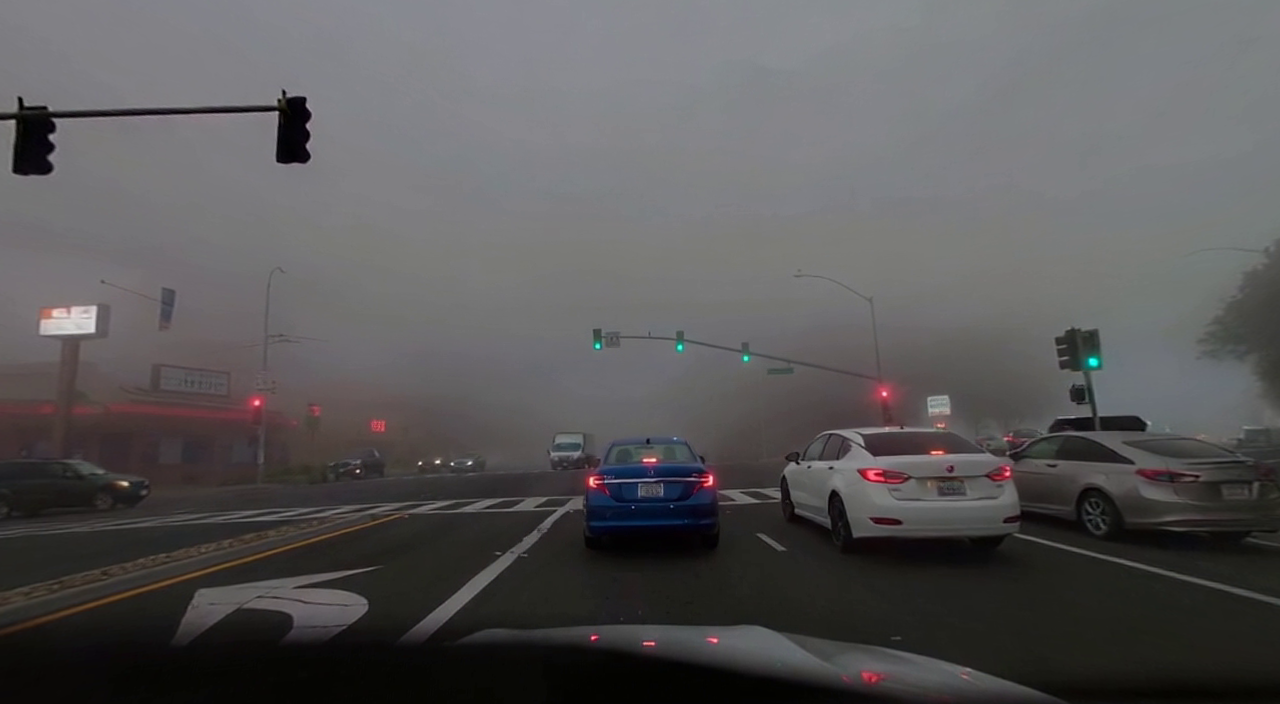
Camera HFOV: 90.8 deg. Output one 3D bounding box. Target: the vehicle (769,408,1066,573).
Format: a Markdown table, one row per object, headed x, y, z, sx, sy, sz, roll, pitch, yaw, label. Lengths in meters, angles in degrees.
| x | y | z | sx | sy | sz | roll | pitch | yaw | label |
| --- | --- | --- | --- | --- | --- | --- | --- | --- | --- |
| 3.272 | 1.745 | 8.769 | 1.973 | 1.633 | 4.717 | 0 | -9 | 0 | vehicle |

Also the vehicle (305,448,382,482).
| x | y | z | sx | sy | sz | roll | pitch | yaw | label |
| --- | --- | --- | --- | --- | --- | --- | --- | --- | --- |
| -18.572 | 7.071 | 39.948 | 2.324 | 1.911 | 5.610 | 0 | -9 | -2 | vehicle |

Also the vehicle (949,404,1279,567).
| x | y | z | sx | sy | sz | roll | pitch | yaw | label |
| --- | --- | --- | --- | --- | --- | --- | --- | --- | --- |
| 6.466 | 1.722 | 8.865 | 2.009 | 1.700 | 4.275 | 0 | -8 | -1 | vehicle |

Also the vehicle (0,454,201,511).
| x | y | z | sx | sy | sz | roll | pitch | yaw | label |
| --- | --- | --- | --- | --- | --- | --- | --- | --- | --- |
| -18.151 | 4.349 | 21.421 | 4.780 | 1.669 | 2.232 | 2 | -9 | -16 | vehicle |

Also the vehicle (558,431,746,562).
| x | y | z | sx | sy | sz | roll | pitch | yaw | label |
| --- | --- | --- | --- | --- | --- | --- | --- | --- | --- |
| 0.112 | 1.952 | 9.291 | 2.135 | 1.468 | 4.076 | 0 | -8 | -1 | vehicle |
